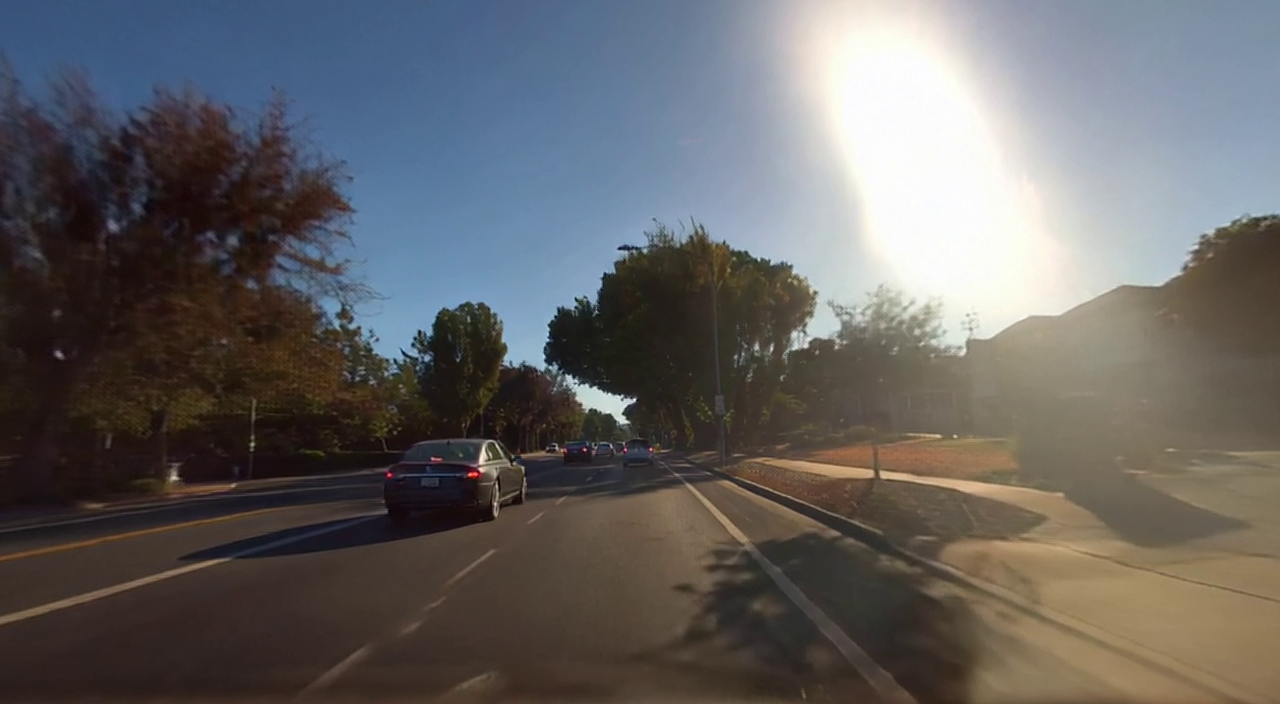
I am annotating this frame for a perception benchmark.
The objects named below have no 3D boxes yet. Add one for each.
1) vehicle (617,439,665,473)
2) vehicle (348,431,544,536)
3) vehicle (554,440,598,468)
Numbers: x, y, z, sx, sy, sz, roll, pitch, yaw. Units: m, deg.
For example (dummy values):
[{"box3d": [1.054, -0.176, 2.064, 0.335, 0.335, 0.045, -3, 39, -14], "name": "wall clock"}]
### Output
[{"box3d": [0.040, 4.815, 29.443, 2.065, 1.456, 4.099, 0, -8, 0], "name": "vehicle"}, {"box3d": [-3.075, 2.188, 11.122, 2.030, 1.467, 4.403, 0, -8, 0], "name": "vehicle"}, {"box3d": [-3.617, 5.880, 36.490, 2.114, 1.500, 3.912, 0, -8, 0], "name": "vehicle"}]
